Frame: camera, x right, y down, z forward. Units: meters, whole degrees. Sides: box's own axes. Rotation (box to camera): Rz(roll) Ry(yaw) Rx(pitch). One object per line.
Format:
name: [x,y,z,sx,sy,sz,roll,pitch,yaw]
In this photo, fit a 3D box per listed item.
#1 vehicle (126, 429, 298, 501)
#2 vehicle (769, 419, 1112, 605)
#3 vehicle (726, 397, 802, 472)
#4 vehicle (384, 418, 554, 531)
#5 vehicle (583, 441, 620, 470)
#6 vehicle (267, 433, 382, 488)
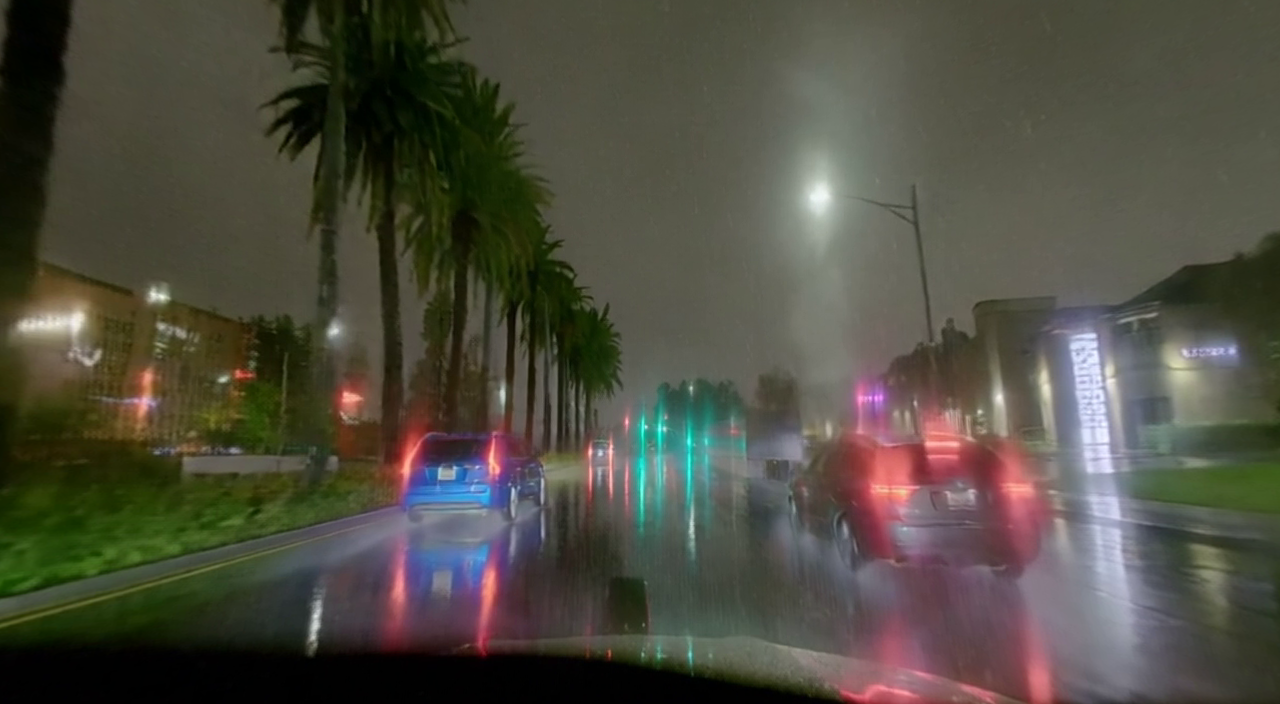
vehicle: [-21.659,5.736,32.756,2.989,3.225,8.285,0,-8,0]
vehicle: [2.900,1.625,7.319,1.946,1.513,4.133,0,-8,0]
vehicle: [7.240,5.035,38.106,2.902,3.992,8.073,0,-8,0]
vehicle: [-3.066,2.312,12.440,2.058,1.804,4.391,0,-8,1]
vehicle: [-2.402,6.610,40.374,1.998,1.743,4.402,0,-8,1]
vehicle: [-21.439,7.401,43.702,3.030,3.354,9.135,0,-8,2]
